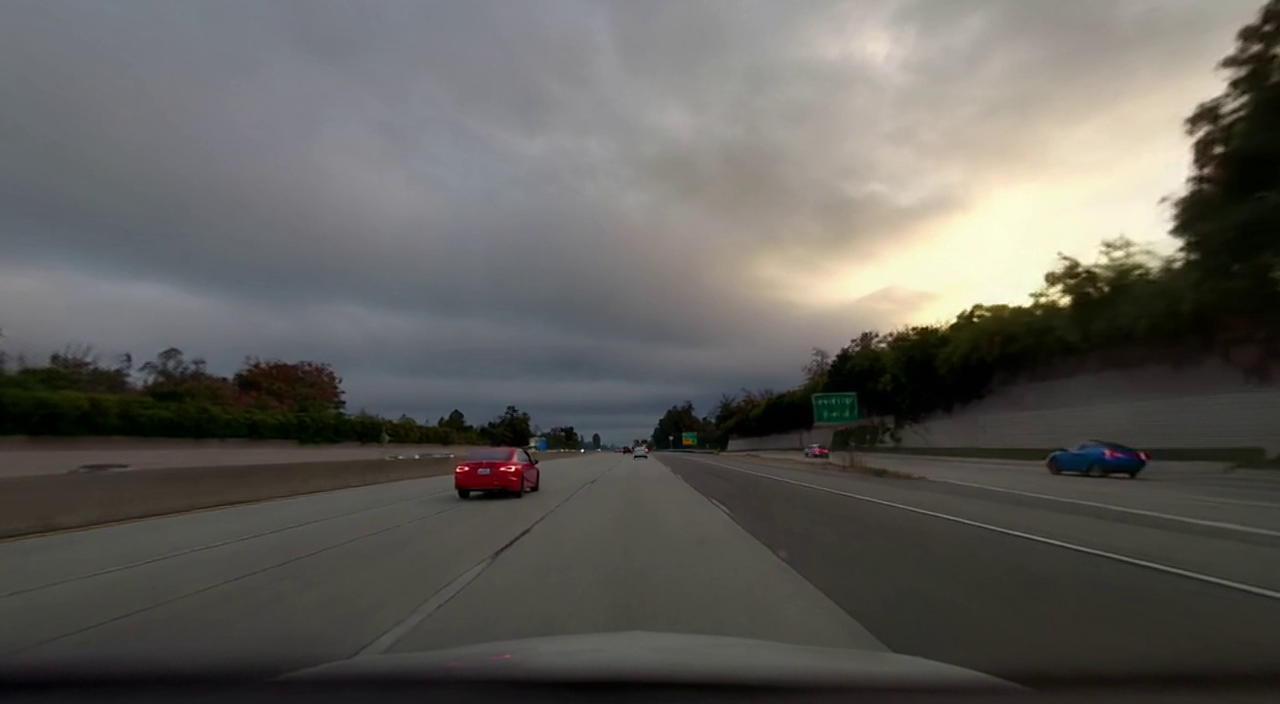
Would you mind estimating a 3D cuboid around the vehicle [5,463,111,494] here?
[{"bbox_3d":[-31.205,6.763,34.005,1.763,1.463,4.259,0,-9,-2],"label":"vehicle"}]

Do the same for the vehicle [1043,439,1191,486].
[{"bbox_3d":[16.282,3.794,21.904,1.805,1.427,4.447,-1,-9,3],"label":"vehicle"}]

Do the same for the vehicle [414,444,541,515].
[{"bbox_3d":[-3.733,2.996,15.408,1.873,1.438,4.546,-1,-9,1],"label":"vehicle"}]
